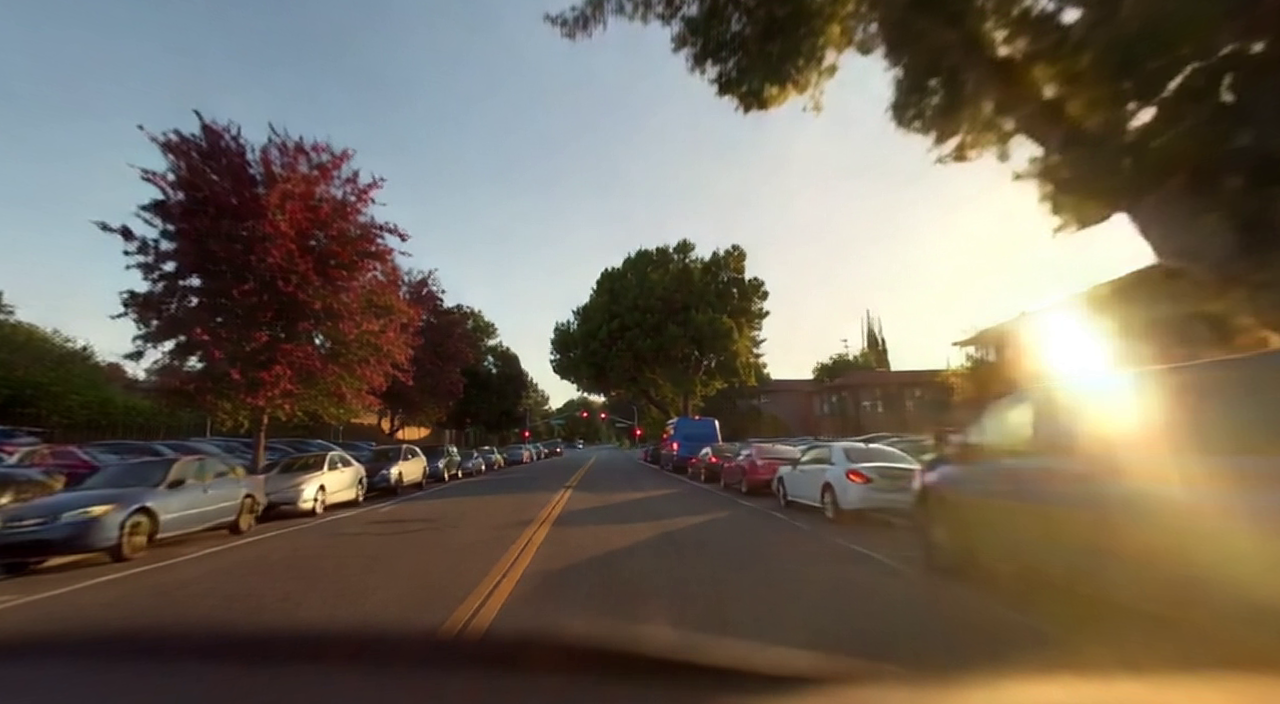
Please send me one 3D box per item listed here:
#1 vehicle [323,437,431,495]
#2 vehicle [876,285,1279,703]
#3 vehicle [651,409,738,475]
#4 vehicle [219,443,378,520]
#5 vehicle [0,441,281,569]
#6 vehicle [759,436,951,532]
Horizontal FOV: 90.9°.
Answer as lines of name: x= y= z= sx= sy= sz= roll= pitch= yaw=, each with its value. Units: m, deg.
vehicle: x=-8.277 y=3.568 z=20.294 sx=1.874 sy=1.607 sz=4.174 roll=0 pitch=-8 yaw=-4
vehicle: x=4.109 y=0.914 z=4.336 sx=2.309 sy=2.035 sz=6.647 roll=0 pitch=-8 yaw=-1
vehicle: x=2.465 y=4.428 z=31.142 sx=3.089 sy=2.882 sz=6.770 roll=1 pitch=-8 yaw=-5
vehicle: x=-7.814 y=2.935 z=14.912 sx=1.775 sy=1.433 sz=4.011 roll=-1 pitch=-7 yaw=-4
vehicle: x=-7.580 y=2.138 z=9.719 sx=1.950 sy=1.489 sz=4.214 roll=0 pitch=-8 yaw=-6
vehicle: x=3.729 y=2.334 z=11.918 sx=1.804 sy=1.453 sz=4.462 roll=1 pitch=-8 yaw=-4
